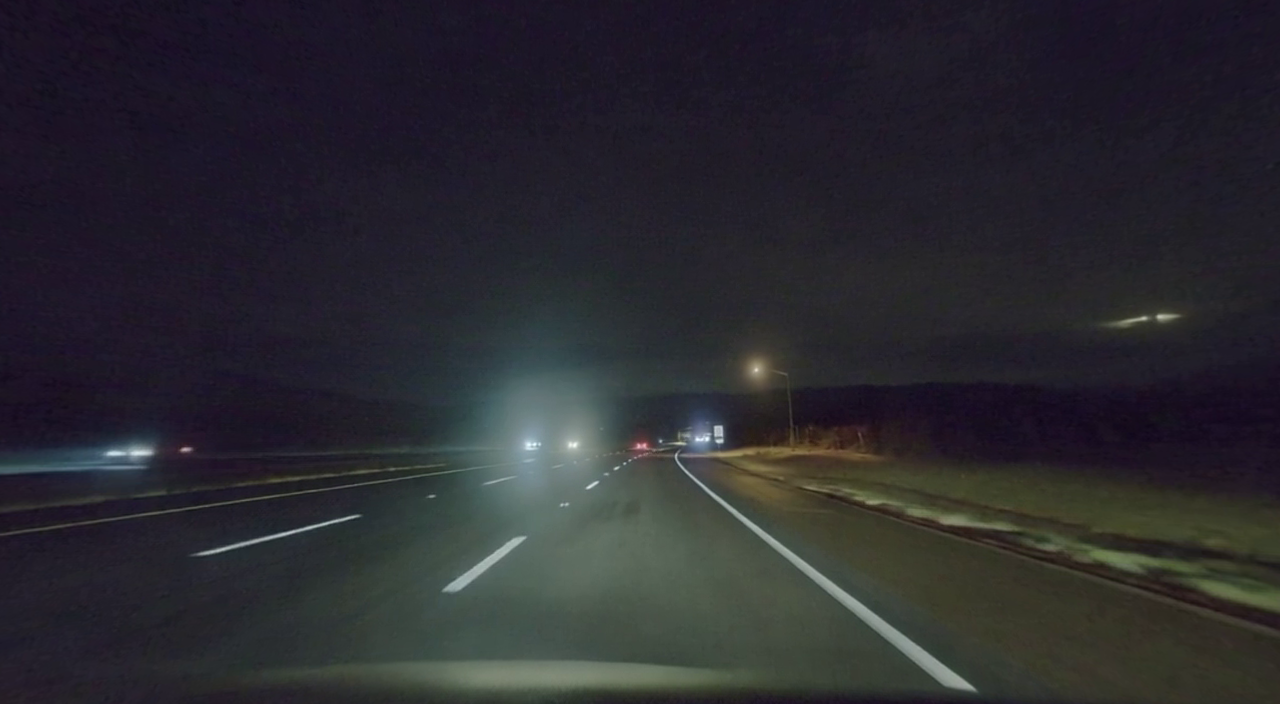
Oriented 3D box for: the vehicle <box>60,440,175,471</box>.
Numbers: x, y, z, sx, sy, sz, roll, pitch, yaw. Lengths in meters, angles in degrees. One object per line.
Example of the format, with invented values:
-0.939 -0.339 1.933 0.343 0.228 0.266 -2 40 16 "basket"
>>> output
-28.357 5.620 34.447 1.970 1.543 4.830 0 -9 3 "vehicle"
